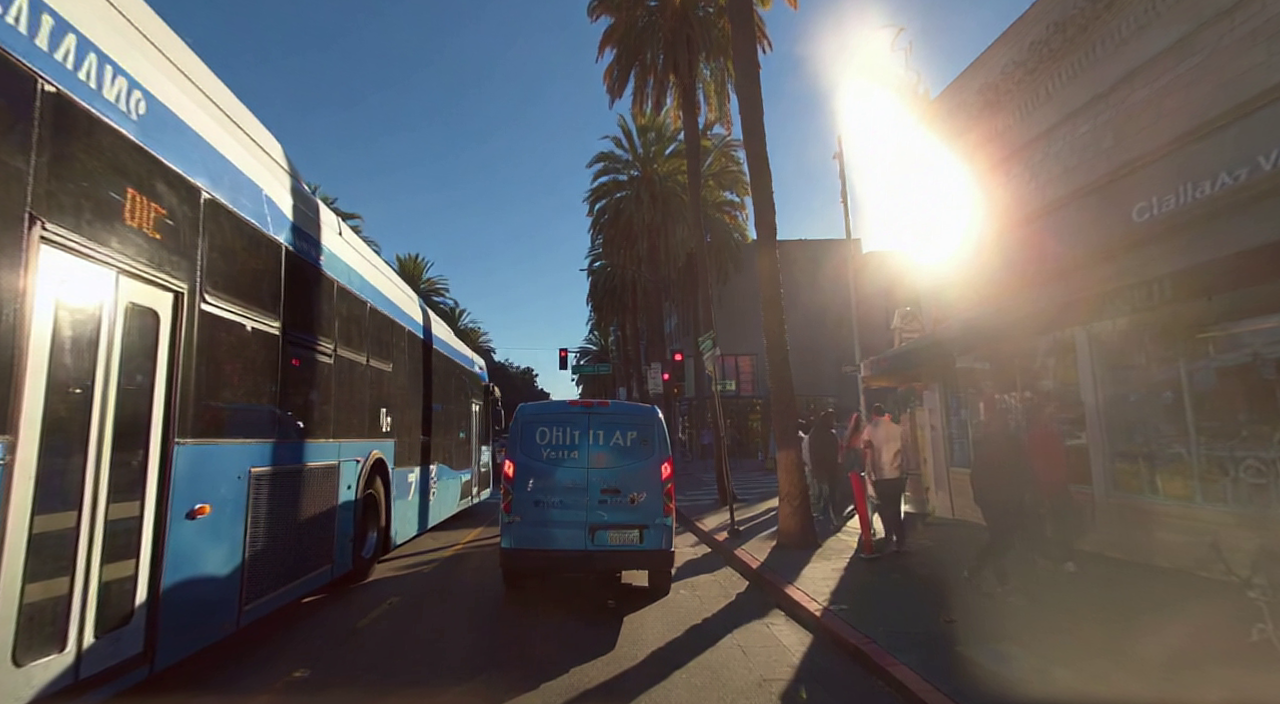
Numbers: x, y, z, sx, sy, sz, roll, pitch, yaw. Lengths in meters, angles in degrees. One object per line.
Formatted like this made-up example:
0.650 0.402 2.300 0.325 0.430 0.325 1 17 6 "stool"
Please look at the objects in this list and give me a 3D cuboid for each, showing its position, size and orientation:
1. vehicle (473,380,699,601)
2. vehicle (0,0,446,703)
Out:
-0.794 1.524 7.789 2.002 1.907 4.211 1 -9 -9 "vehicle"
-3.764 0.173 3.087 2.863 3.233 11.573 1 -8 -5 "vehicle"
